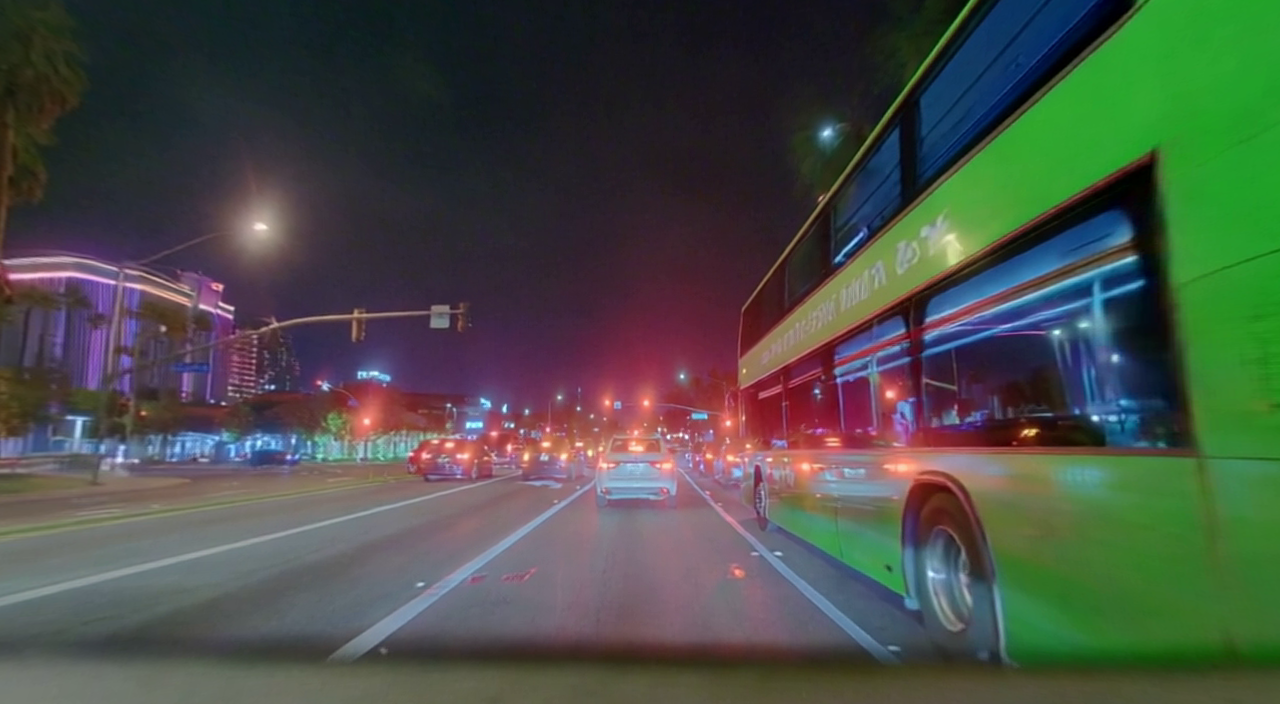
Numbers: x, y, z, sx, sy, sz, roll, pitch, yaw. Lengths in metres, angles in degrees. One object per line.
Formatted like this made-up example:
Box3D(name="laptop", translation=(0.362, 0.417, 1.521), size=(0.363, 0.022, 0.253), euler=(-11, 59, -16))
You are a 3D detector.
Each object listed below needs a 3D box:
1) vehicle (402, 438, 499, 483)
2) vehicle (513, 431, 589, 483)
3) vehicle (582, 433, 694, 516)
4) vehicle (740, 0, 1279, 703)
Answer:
Box3D(name="vehicle", translation=(-6.819, 3.965, 23.360), size=(1.927, 1.480, 4.832), euler=(0, -9, 2))
Box3D(name="vehicle", translation=(-3.164, 3.867, 23.442), size=(2.020, 1.721, 4.366), euler=(-1, -9, 2))
Box3D(name="vehicle", translation=(-0.030, 2.529, 13.539), size=(2.060, 1.499, 3.831), euler=(0, -9, 0))
Box3D(name="vehicle", translation=(3.567, 0.224, 6.297), size=(2.970, 4.015, 13.606), euler=(0, -9, 0))
